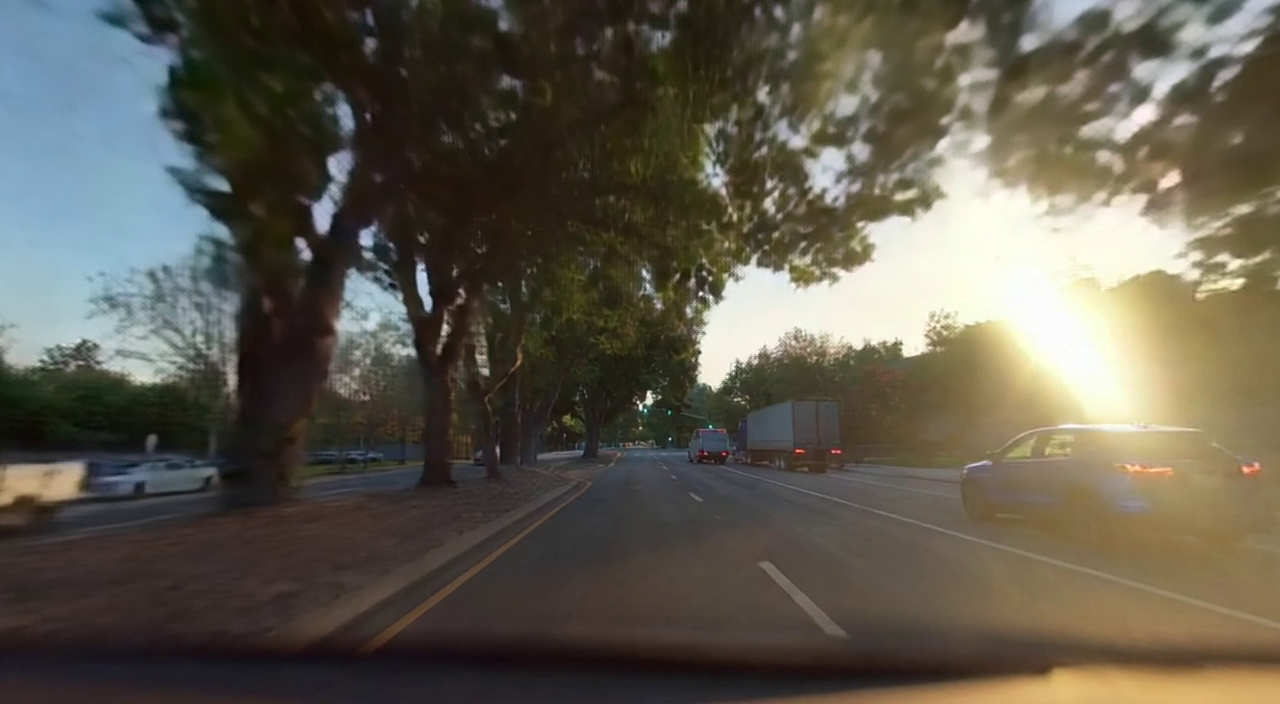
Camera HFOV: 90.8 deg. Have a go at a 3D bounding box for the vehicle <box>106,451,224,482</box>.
[{"bbox_3d":[-24.749,5.969,33.032,4.499,1.507,1.978,0,-8,0],"label":"vehicle"}]

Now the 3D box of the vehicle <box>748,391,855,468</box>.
[{"bbox_3d":[10.282,5.454,43.047,2.975,4.201,17.050,0,-8,0],"label":"vehicle"}]

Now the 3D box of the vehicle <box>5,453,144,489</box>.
[{"bbox_3d":[-24.957,5.246,27.973,4.461,1.452,1.855,-1,-8,3],"label":"vehicle"}]

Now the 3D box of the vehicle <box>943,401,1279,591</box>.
[{"bbox_3d":[6.167,1.684,8.285,2.012,1.754,4.635,0,-8,-1],"label":"vehicle"}]

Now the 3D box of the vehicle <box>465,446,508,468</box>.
[{"bbox_3d":[-11.189,7.648,46.419,1.954,1.496,4.590,-1,-8,1],"label":"vehicle"}]
